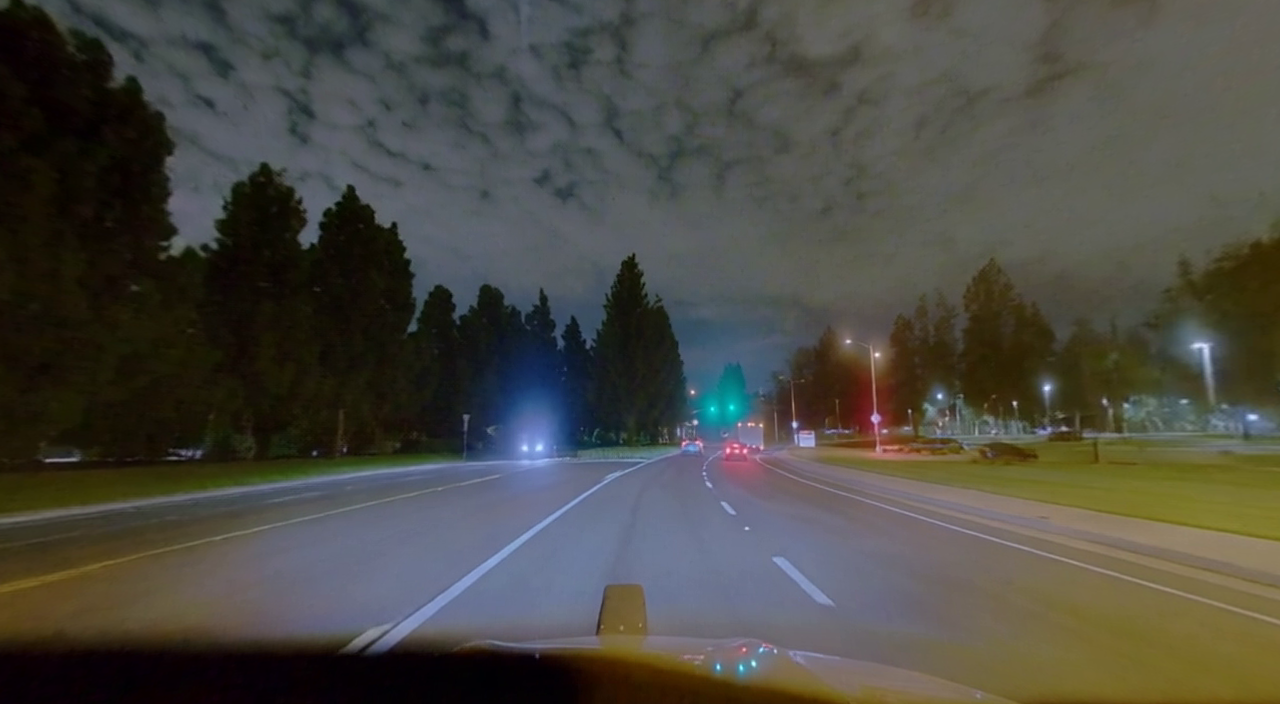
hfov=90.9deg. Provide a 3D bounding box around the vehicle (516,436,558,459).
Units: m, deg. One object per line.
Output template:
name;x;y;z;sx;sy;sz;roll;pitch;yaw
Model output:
vehicle;-8.049;7.520;49.730;1.969;1.755;4.518;-1;-8;9

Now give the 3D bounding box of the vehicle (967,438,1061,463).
vehicle;23.269;6.125;39.390;4.322;1.467;2.457;0;-8;-1

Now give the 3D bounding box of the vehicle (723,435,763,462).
vehicle;5.975;5.626;36.927;1.989;1.497;4.436;-1;-8;5
